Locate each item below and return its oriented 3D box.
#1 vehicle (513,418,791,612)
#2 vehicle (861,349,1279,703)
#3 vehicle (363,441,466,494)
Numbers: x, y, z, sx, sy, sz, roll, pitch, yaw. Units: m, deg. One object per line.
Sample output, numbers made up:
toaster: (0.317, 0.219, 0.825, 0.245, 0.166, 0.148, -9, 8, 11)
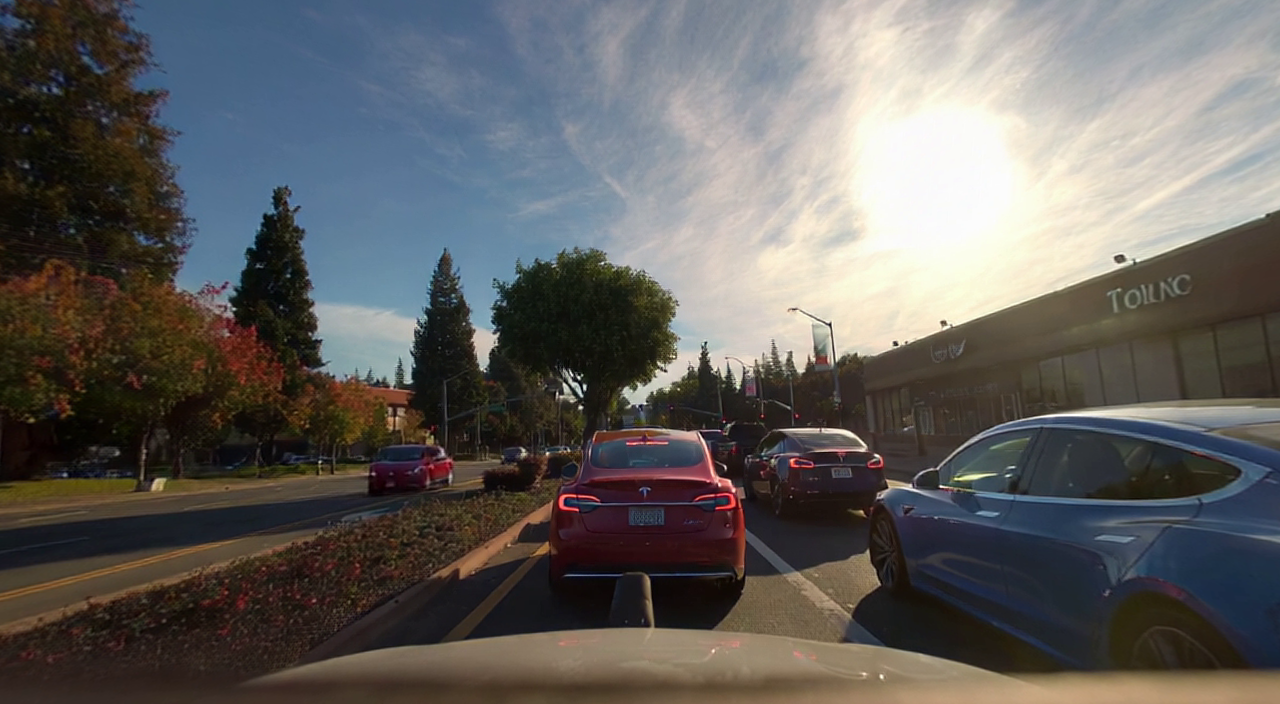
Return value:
vehicle: (0.105, 1.555, 6.915, 2.137, 1.488, 3.938, 0, -8, 0)
vehicle: (3.193, 1.078, 3.889, 2.038, 1.651, 4.455, 0, -8, 0)
vehicle: (-7.793, 4.018, 22.320, 1.999, 1.662, 4.291, 0, -8, 1)
